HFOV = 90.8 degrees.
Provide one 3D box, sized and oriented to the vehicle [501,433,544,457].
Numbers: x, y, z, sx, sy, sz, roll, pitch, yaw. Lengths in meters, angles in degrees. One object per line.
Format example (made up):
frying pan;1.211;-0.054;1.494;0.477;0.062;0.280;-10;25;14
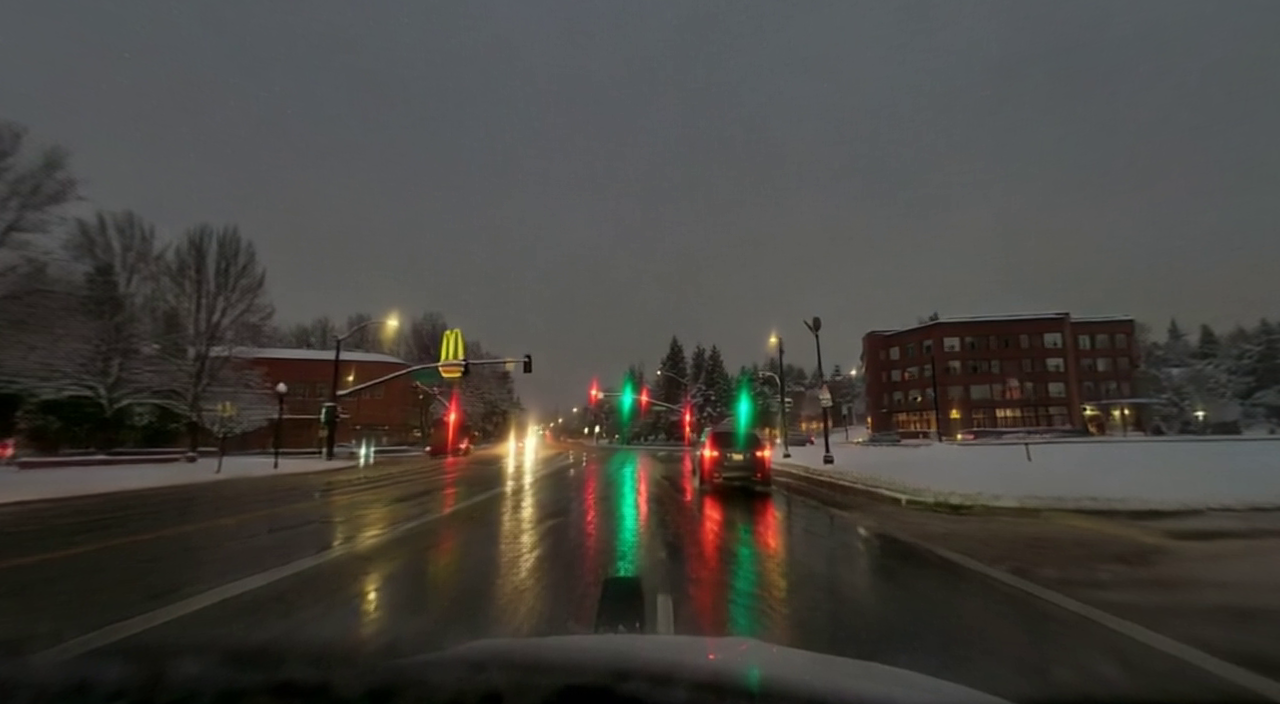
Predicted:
vehicle;-7.665;6.148;41.692;1.924;1.458;4.448;0;-8;1

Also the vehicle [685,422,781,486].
vehicle;2.633;3.028;18.976;2.230;1.683;4.204;0;-8;0
